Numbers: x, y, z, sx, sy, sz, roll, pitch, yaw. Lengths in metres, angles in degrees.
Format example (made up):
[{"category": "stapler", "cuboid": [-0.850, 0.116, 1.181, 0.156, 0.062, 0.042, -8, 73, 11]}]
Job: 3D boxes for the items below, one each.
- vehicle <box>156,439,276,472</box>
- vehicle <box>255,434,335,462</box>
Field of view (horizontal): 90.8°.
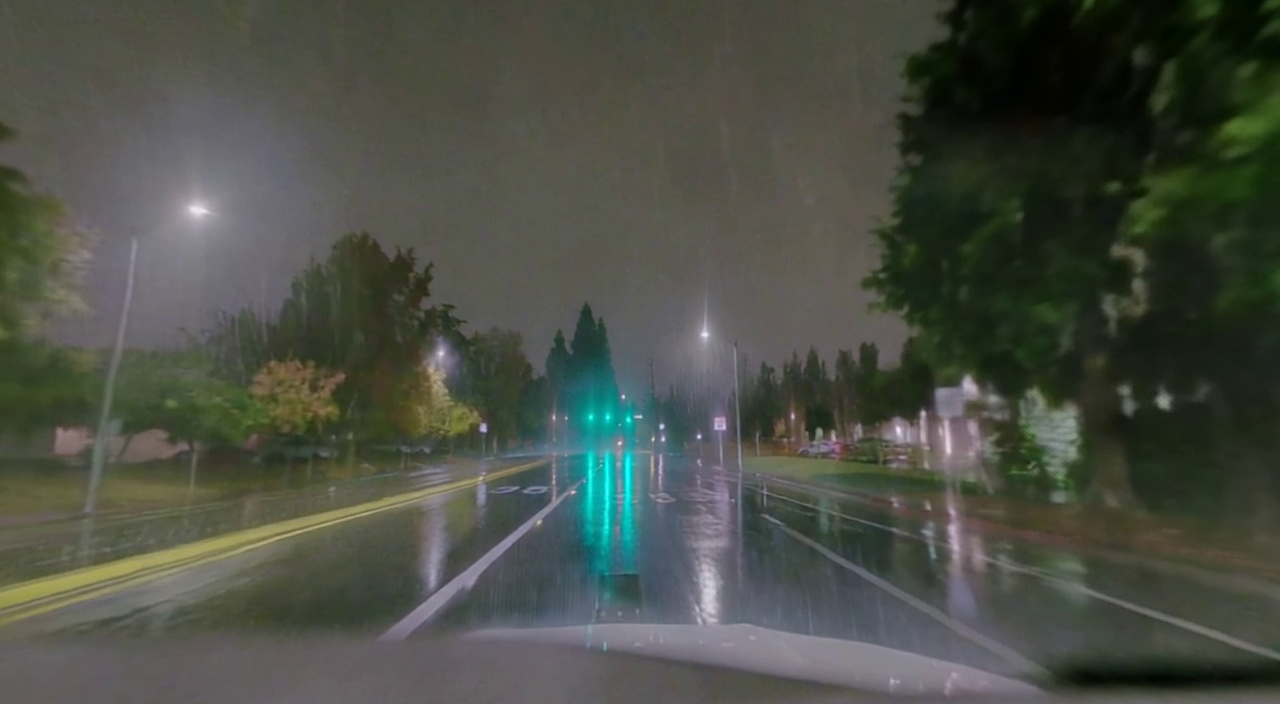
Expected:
[{"category": "vehicle", "cuboid": [-20.714, 5.065, 31.000, 4.536, 1.502, 1.975, -1, -8, 4]}, {"category": "vehicle", "cuboid": [-21.759, 6.095, 39.959, 3.886, 1.641, 1.850, 1, -10, -1]}]
